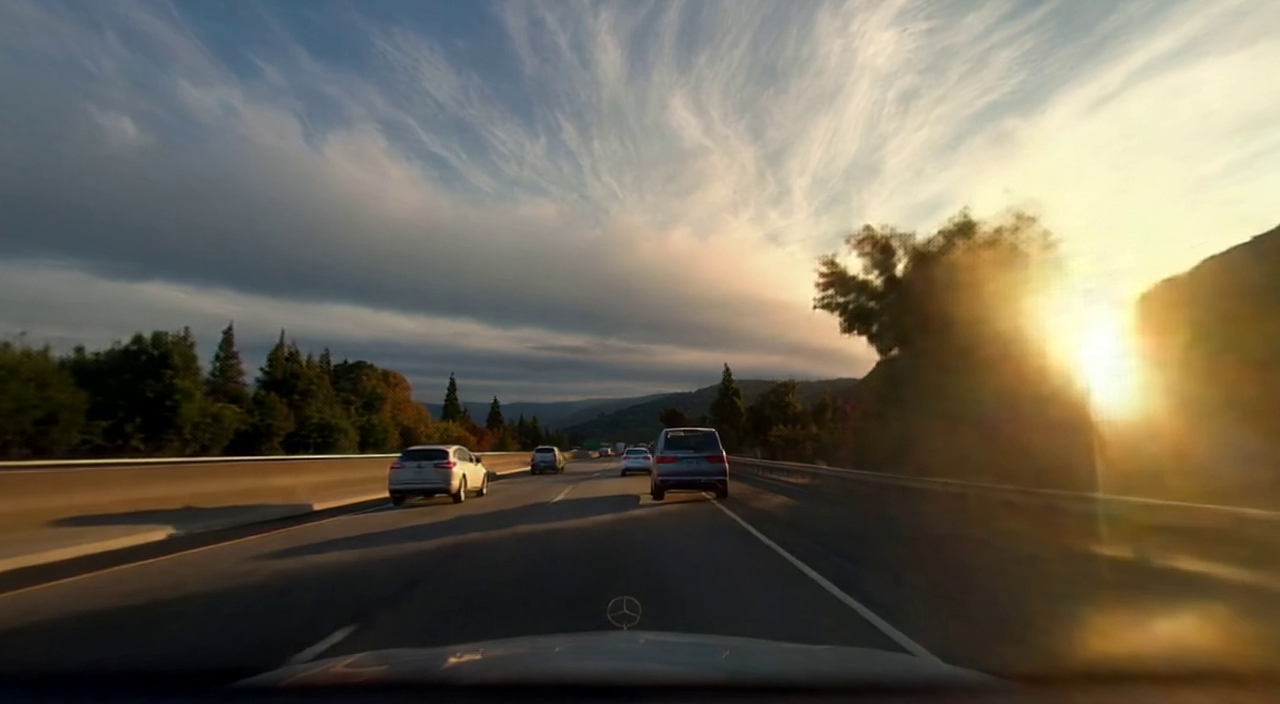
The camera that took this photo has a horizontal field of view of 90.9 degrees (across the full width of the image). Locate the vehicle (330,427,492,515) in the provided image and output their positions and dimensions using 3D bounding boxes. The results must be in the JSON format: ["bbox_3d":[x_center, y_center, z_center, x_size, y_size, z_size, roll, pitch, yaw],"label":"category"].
[{"bbox_3d":[-4.840,2.584,14.087,1.934,1.642,4.201,0,-9,1],"label":"vehicle"}]

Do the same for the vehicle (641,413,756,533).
[{"bbox_3d":[0.942,2.254,12.220,1.825,1.920,3.960,0,-9,0],"label":"vehicle"}]

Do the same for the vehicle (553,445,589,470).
[{"bbox_3d":[-4.523,6.988,42.001,1.855,1.527,4.209,0,-9,1],"label":"vehicle"}]

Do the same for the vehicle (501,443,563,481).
[{"bbox_3d":[-4.518,4.665,26.935,1.867,1.489,3.829,0,-9,1],"label":"vehicle"}]
